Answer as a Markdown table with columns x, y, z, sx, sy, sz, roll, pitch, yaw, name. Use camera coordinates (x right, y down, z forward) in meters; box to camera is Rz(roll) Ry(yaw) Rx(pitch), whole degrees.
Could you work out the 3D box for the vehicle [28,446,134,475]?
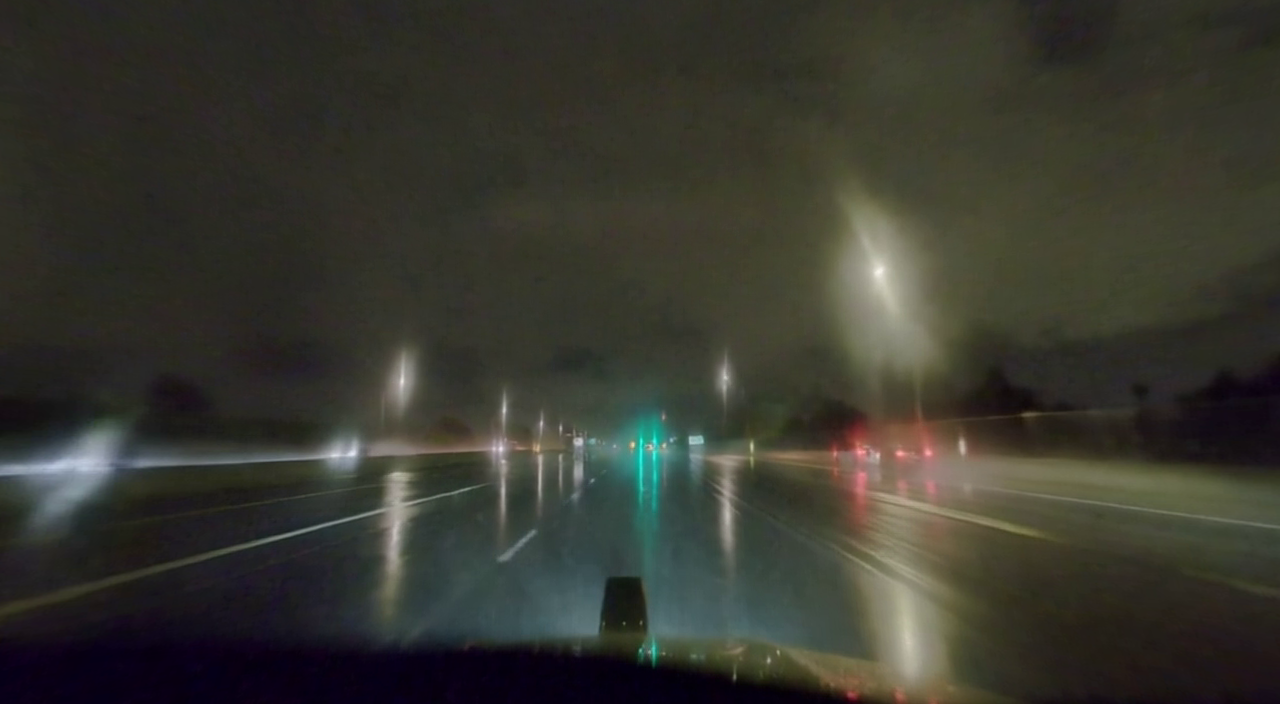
| x | y | z | sx | sy | sz | roll | pitch | yaw | name |
| --- | --- | --- | --- | --- | --- | --- | --- | --- | --- |
| -31.601 | 6.109 | 35.873 | 1.810 | 1.505 | 4.512 | 0 | -8 | 1 | vehicle |
